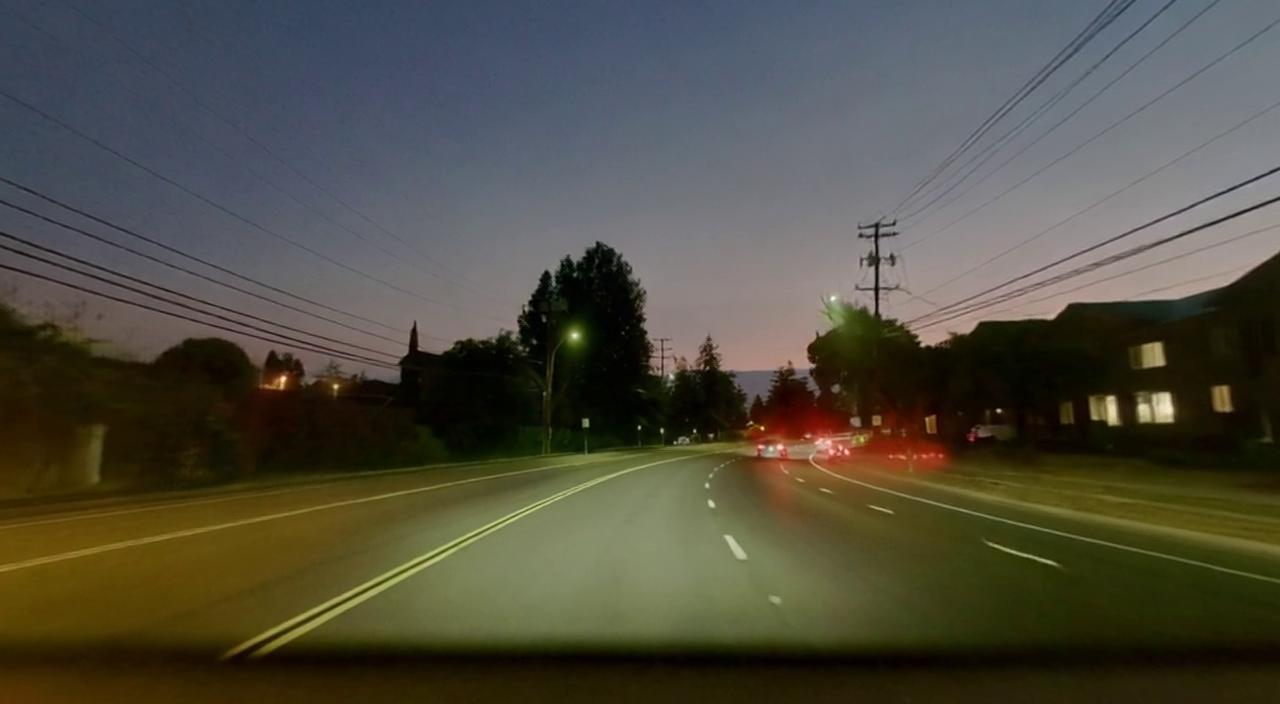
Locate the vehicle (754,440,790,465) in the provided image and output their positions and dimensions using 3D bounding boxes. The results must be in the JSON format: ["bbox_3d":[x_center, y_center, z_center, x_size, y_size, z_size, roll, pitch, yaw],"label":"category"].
[{"bbox_3d":[8.007,6.051,38.019,1.982,1.451,4.152,-2,-9,12],"label":"vehicle"}]
